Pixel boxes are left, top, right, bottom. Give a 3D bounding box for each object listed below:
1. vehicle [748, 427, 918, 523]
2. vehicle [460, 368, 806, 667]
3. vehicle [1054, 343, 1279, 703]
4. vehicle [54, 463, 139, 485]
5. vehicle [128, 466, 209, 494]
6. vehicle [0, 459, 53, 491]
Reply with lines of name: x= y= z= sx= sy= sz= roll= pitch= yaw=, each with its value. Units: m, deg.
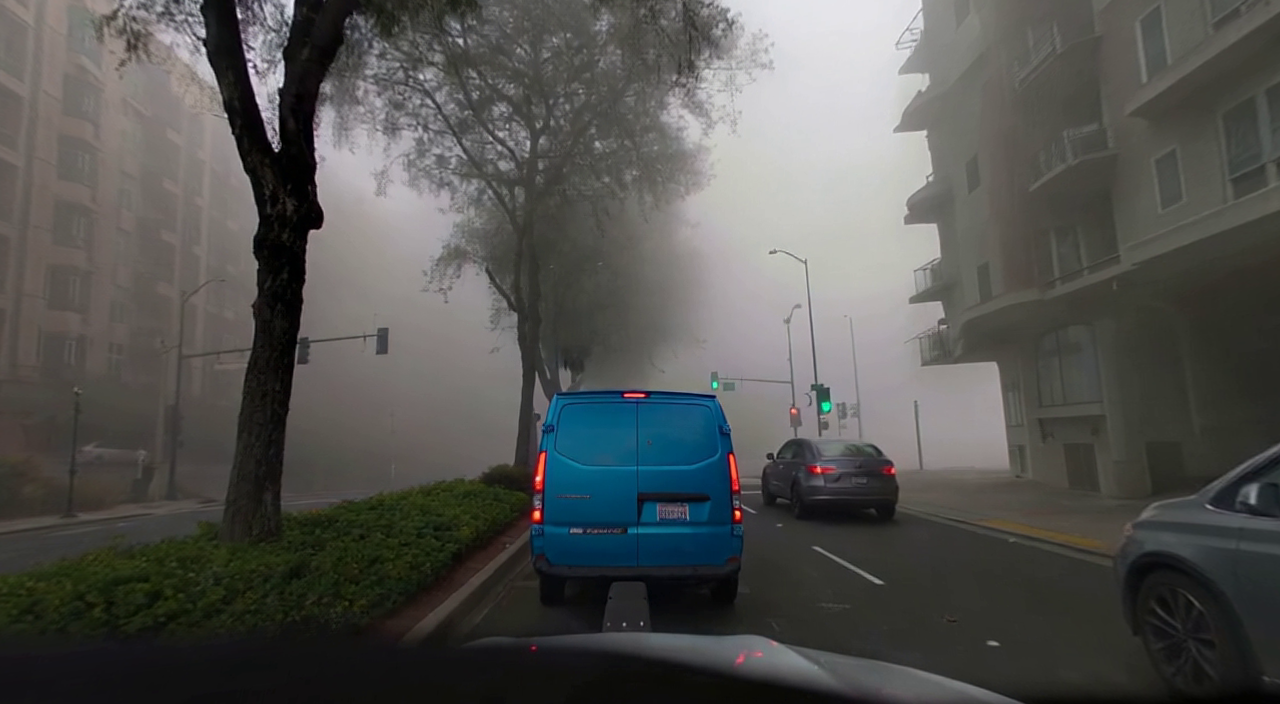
vehicle: x=3.868 y=2.564 z=13.714 sx=2.061 sy=1.676 sz=4.734 roll=0 pitch=-9 yaw=-2
vehicle: x=-0.031 y=1.331 z=6.079 sx=2.101 sy=1.828 sz=4.270 roll=0 pitch=-9 yaw=0
vehicle: x=3.803 y=0.738 z=2.003 sx=2.157 sy=1.748 sz=4.130 roll=0 pitch=-9 yaw=1
vehicle: x=-38.430 y=8.639 z=44.653 sx=4.396 sy=1.458 sz=1.809 roll=-1 pitch=-9 yaw=2
vehicle: x=-33.219 y=9.058 z=44.530 sx=4.292 sy=1.492 sz=1.772 roll=-6 pitch=-14 yaw=-1
vehicle: x=-35.499 y=6.847 z=35.176 sx=3.843 sy=1.680 sz=1.782 roll=-1 pitch=-9 yaw=6
